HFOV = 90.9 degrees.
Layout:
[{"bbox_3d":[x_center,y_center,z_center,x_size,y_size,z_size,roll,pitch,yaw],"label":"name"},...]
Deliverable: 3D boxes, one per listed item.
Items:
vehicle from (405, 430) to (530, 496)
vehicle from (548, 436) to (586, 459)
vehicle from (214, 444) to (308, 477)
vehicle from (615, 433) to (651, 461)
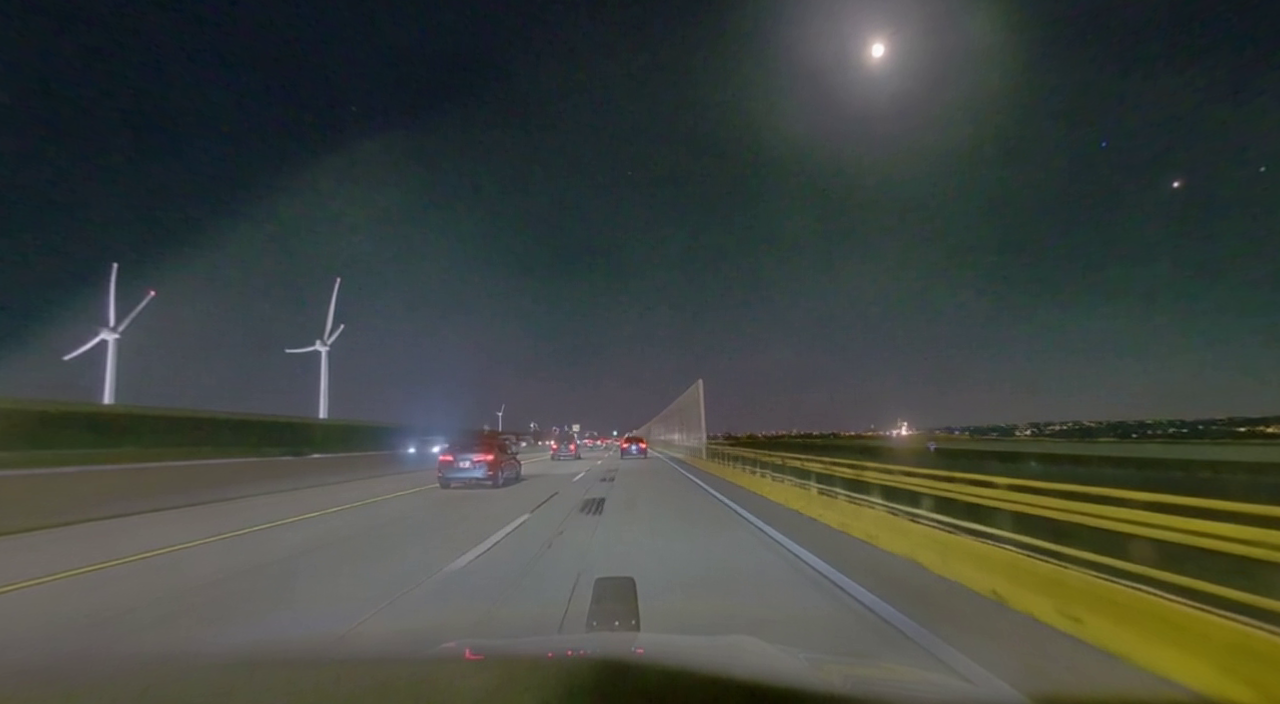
[{"bbox_3d":[-4.324,2.841,16.686,1.998,1.468,4.635,0,-8,0],"label":"vehicle"},{"bbox_3d":[-4.706,6.177,40.892,2.059,1.436,3.802,0,-8,-1],"label":"vehicle"},{"bbox_3d":[-17.911,5.111,29.994,2.016,1.400,3.994,0,-8,-1],"label":"vehicle"},{"bbox_3d":[-0.444,5.516,36.811,2.027,1.550,3.607,0,-8,-2],"label":"vehicle"}]
